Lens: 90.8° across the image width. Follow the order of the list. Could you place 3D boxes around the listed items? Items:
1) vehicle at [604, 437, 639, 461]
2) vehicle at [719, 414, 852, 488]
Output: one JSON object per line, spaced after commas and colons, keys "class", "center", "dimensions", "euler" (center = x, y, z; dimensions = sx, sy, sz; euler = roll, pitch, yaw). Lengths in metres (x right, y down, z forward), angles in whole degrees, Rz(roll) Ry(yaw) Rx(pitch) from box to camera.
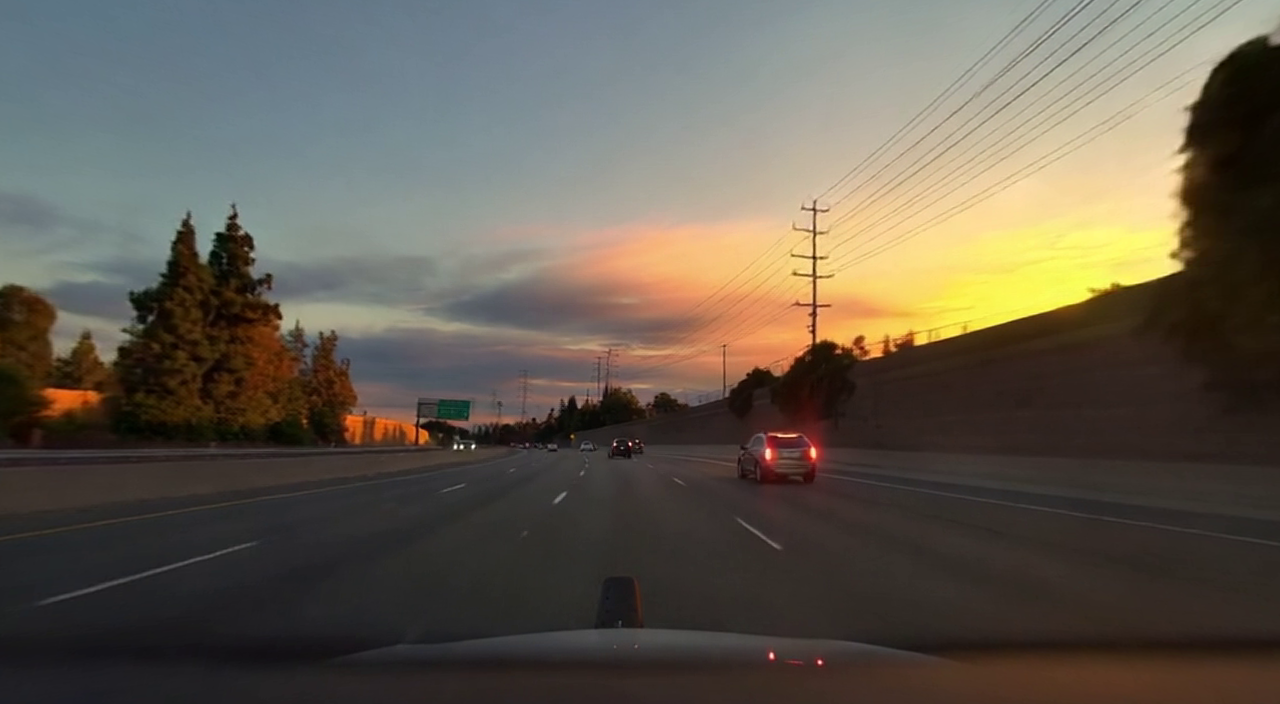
{"class": "vehicle", "center": [-1.443, 7.406, 48.233], "dimensions": [2.188, 1.714, 3.921], "euler": [1, -8, -9]}
{"class": "vehicle", "center": [4.404, 3.168, 20.515], "dimensions": [2.504, 2.033, 5.979], "euler": [0, -8, -4]}
